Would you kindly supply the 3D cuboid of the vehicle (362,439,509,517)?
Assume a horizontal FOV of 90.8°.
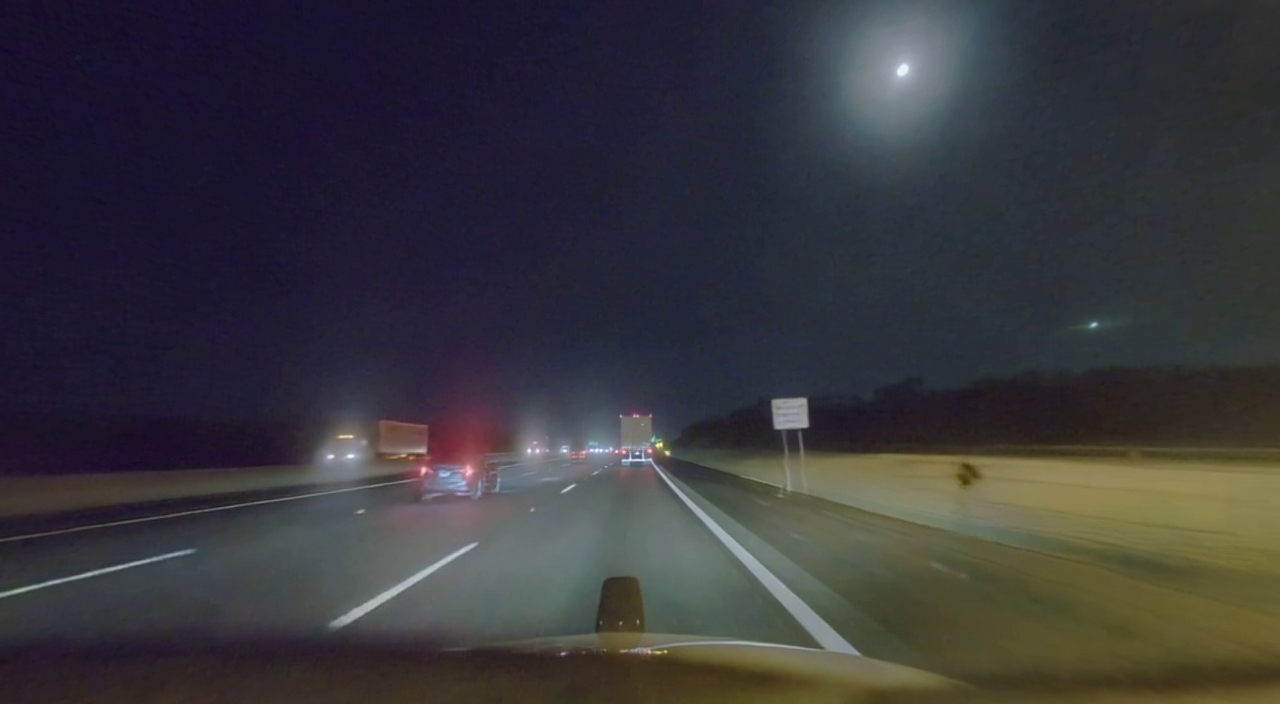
[{"bbox_3d":[-4.475,2.821,14.545,2.024,1.515,3.907,0,-9,1],"label":"vehicle"}]
